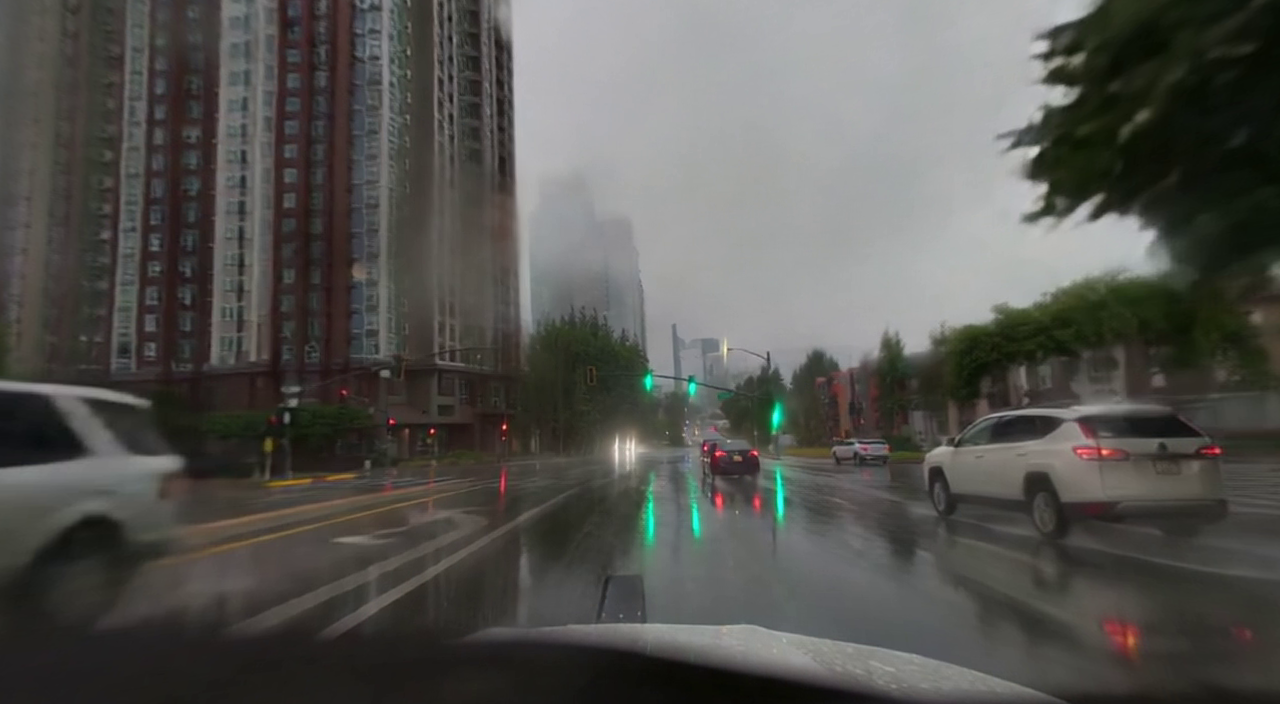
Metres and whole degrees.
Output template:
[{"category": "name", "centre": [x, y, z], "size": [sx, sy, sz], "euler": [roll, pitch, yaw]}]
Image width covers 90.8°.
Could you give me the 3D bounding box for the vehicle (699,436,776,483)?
[{"category": "vehicle", "centre": [3.322, 3.778, 22.449], "size": [2.003, 1.480, 4.494], "euler": [0, -8, 0]}]

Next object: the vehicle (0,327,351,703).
[{"category": "vehicle", "centre": [-3.578, 0.896, 3.364], "size": [2.065, 1.716, 4.265], "euler": [0, -8, -1]}]

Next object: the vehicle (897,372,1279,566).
[{"category": "vehicle", "centre": [6.307, 1.635, 9.521], "size": [2.427, 2.017, 5.763], "euler": [0, -8, 0]}]

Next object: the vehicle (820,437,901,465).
[{"category": "vehicle", "centre": [13.498, 6.046, 38.749], "size": [2.051, 1.589, 4.135], "euler": [8, -12, -43]}]
